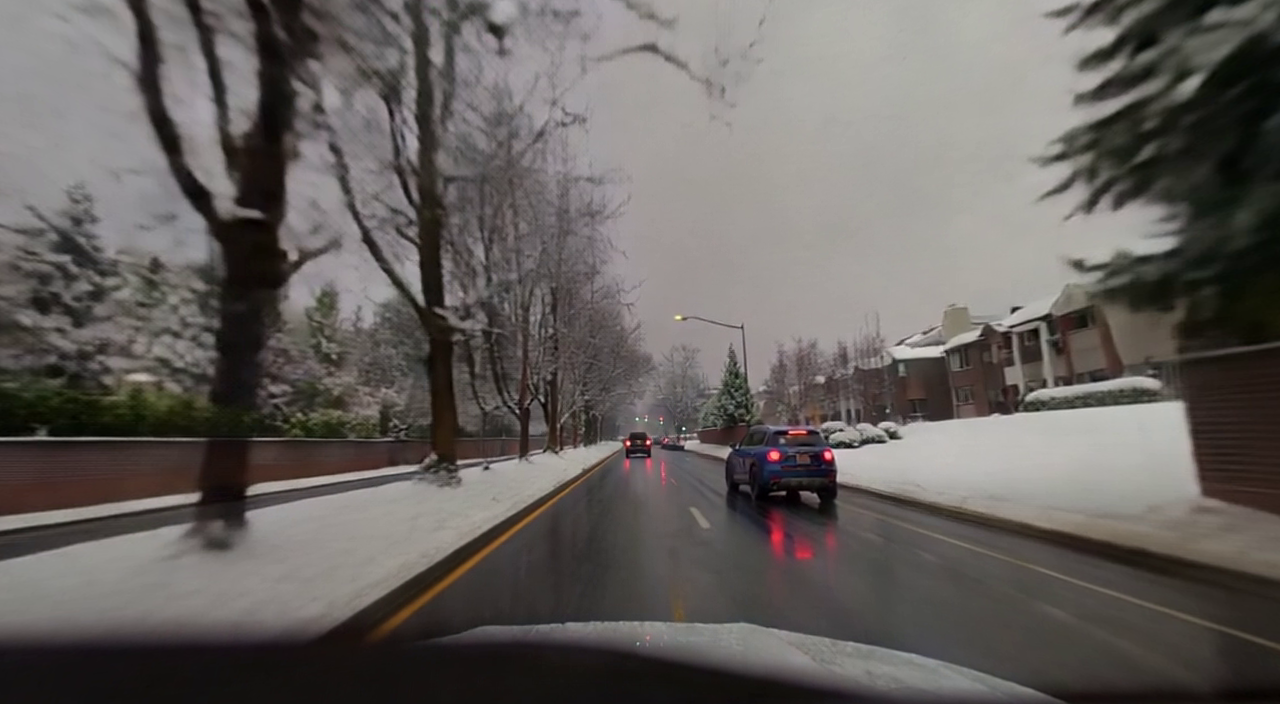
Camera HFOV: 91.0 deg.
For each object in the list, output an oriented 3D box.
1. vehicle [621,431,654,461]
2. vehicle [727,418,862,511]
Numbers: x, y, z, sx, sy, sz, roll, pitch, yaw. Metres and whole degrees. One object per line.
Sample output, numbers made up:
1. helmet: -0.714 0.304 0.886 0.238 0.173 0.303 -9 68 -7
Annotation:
1. vehicle: -0.179 5.985 40.038 1.984 1.777 3.148 0 -9 -1
2. vehicle: 3.155 2.405 13.803 1.840 1.709 4.202 0 -9 -1
